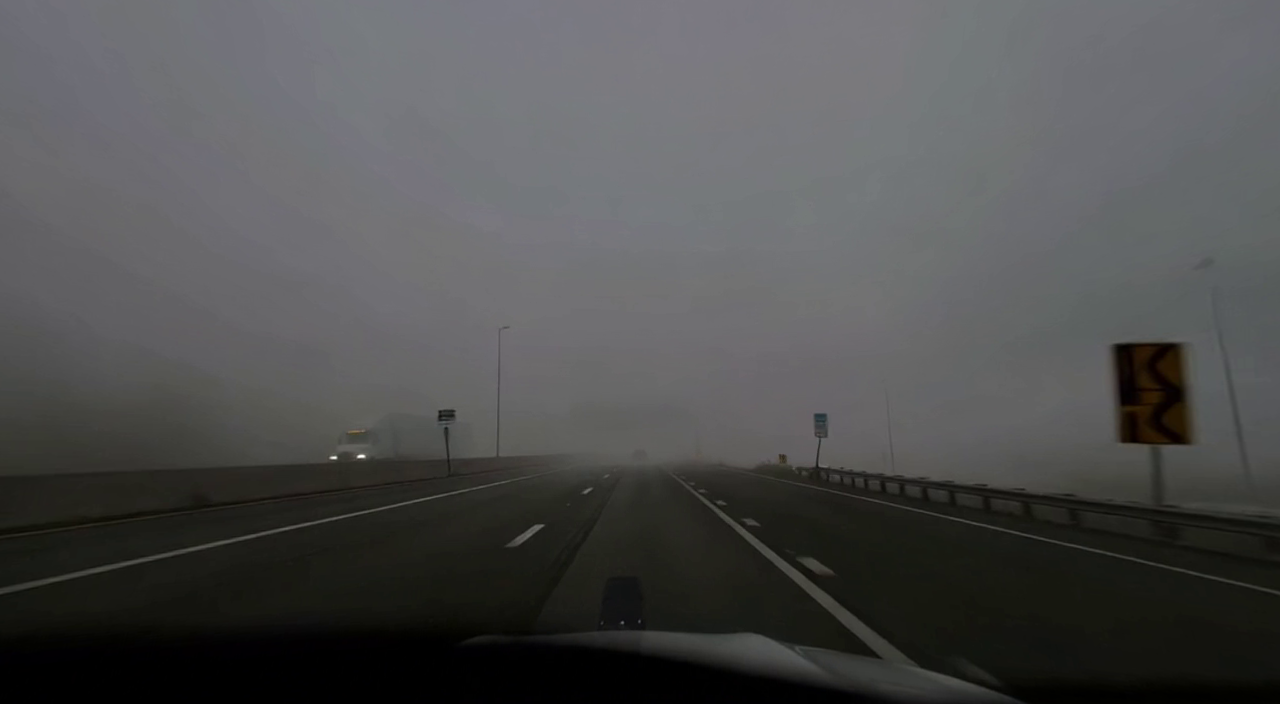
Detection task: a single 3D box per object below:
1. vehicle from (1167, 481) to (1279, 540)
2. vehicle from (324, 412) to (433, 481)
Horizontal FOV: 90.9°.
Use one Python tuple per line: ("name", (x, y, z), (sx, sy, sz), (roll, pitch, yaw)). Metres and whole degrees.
("vehicle", (44.057, 11.179, 44.492), (2.925, 3.530, 10.591), (0, -9, -11))
("vehicle", (-17.045, 6.345, 42.141), (3.044, 3.972, 10.003), (0, -9, 0))
